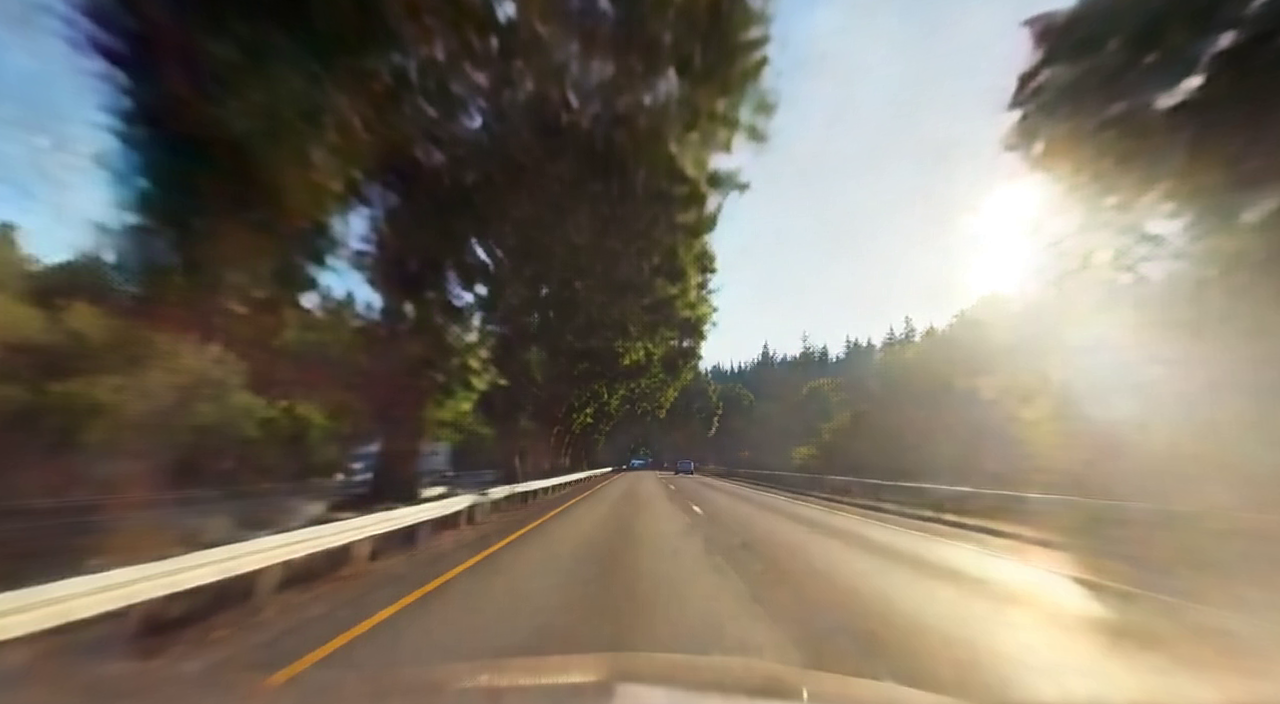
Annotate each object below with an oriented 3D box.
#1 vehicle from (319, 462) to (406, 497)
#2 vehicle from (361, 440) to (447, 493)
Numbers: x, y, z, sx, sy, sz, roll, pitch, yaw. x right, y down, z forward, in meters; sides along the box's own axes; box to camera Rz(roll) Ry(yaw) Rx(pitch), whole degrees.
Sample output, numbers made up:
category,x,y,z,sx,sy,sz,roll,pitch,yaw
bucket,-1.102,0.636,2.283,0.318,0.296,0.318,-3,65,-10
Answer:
category,x,y,z,sx,sy,sz,roll,pitch,yaw
vehicle,-13.132,6.051,30.127,2.134,1.488,4.249,1,-10,1
vehicle,-13.252,6.523,35.931,2.526,2.716,5.691,0,-10,1
